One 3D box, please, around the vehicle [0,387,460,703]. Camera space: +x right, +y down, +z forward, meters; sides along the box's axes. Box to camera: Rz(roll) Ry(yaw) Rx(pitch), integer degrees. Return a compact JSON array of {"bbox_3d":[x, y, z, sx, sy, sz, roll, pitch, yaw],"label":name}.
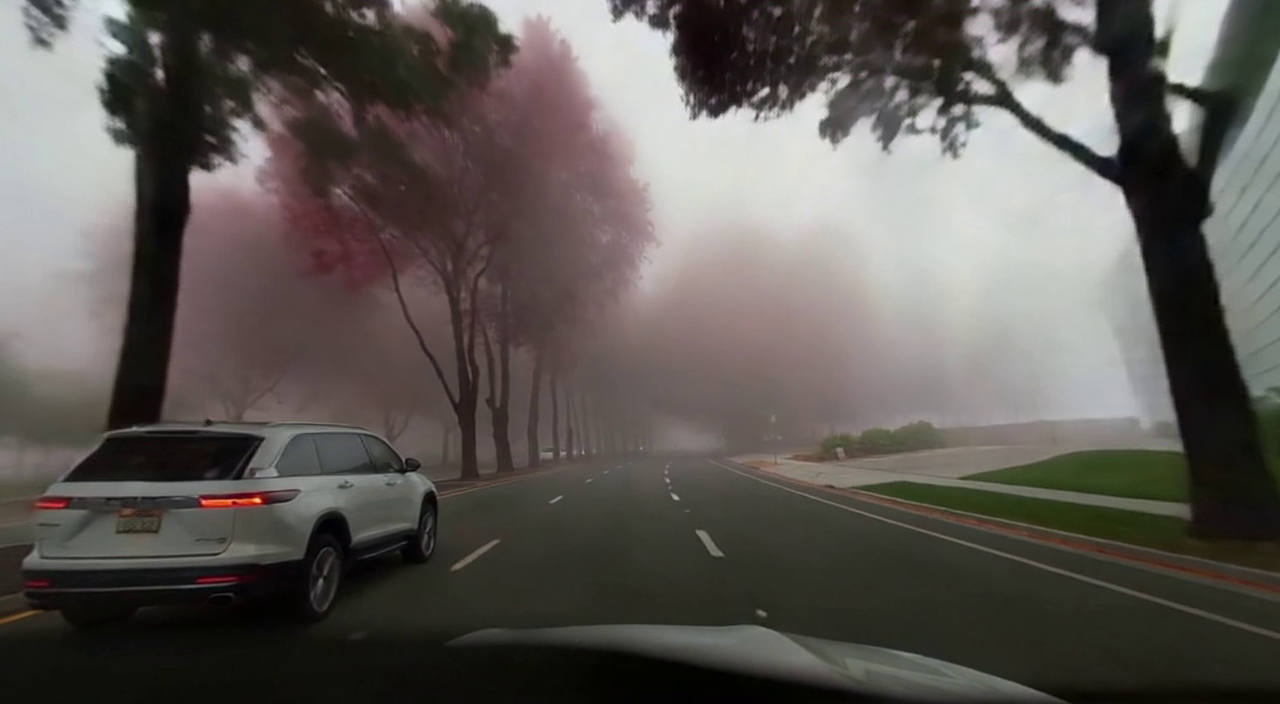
[{"bbox_3d":[-3.367,1.381,5.775,2.067,1.700,4.561,0,-8,0],"label":"vehicle"}]
